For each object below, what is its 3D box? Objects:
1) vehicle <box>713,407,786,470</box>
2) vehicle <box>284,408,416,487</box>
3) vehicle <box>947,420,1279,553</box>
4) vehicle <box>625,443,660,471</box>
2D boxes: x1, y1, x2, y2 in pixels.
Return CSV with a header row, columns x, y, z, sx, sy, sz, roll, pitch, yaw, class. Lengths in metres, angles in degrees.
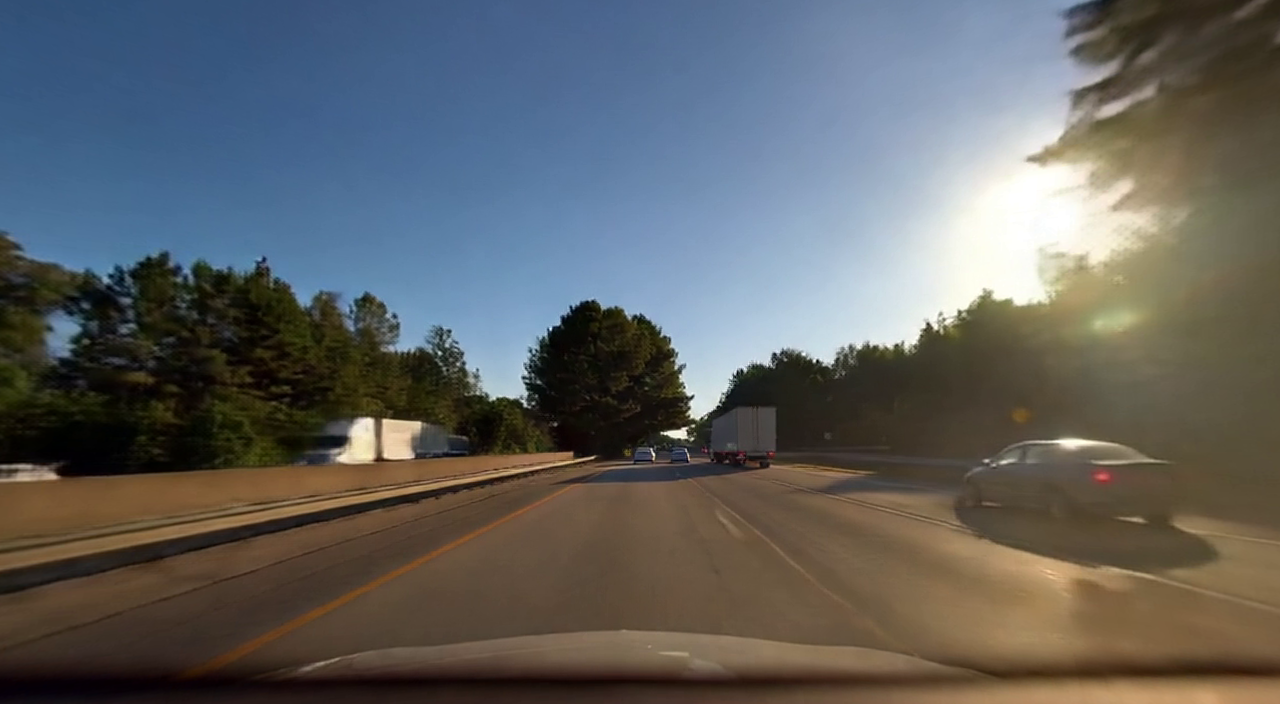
x,y,z,sx,sy,sz,roll,pitch,yaw,class
7.936,6.718,47.902,3.044,4.073,14.016,0,-9,0,vehicle
-16.824,5.729,37.645,2.898,4.029,10.158,0,-9,1,vehicle
7.247,2.050,10.267,2.011,1.638,4.737,0,-9,0,vehicle
0.151,6.659,39.983,2.114,1.706,4.106,0,-9,0,vehicle
